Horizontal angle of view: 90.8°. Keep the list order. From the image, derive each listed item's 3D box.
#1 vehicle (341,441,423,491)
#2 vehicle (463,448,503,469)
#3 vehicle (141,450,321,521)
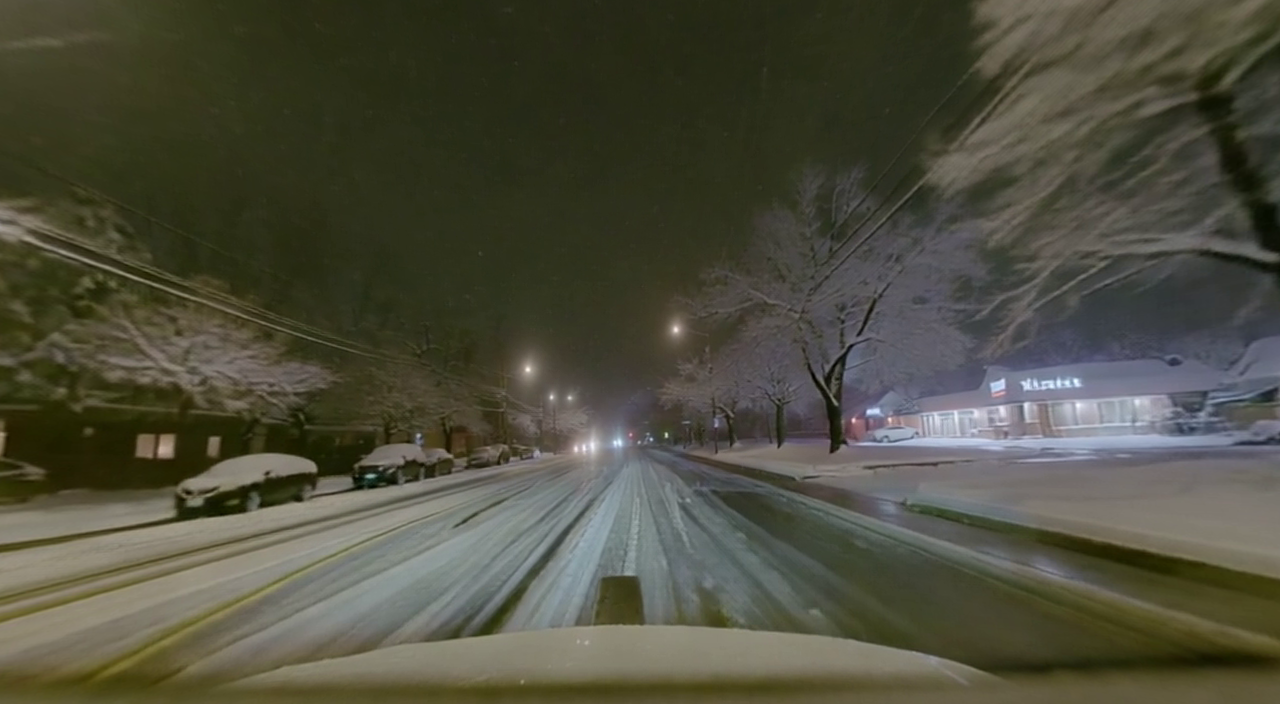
[{"bbox_3d":[-11.633,5.141,28.853,2.015,1.884,4.488,-6,-8,-3],"label":"vehicle"},{"bbox_3d":[-11.762,8.006,47.569,1.958,1.457,4.254,0,-9,-1],"label":"vehicle"},{"bbox_3d":[-11.522,3.732,18.344,1.950,1.720,4.868,0,-9,0],"label":"vehicle"}]
